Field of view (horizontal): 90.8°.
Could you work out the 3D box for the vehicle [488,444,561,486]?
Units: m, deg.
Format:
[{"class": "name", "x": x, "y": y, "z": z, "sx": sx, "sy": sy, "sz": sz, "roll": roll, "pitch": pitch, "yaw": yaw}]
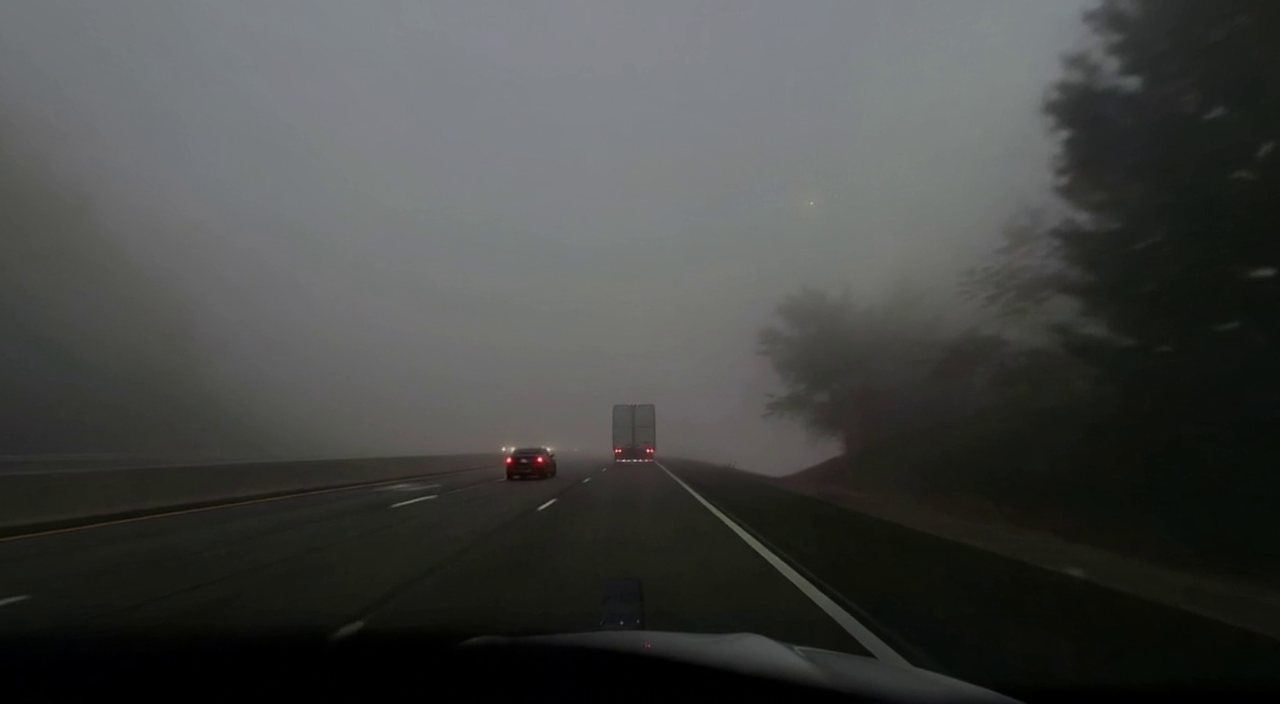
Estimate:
[{"class": "vehicle", "x": -4.423, "y": 4.389, "z": 24.922, "sx": 1.892, "sy": 1.471, "sz": 5.047, "roll": 0, "pitch": -9, "yaw": 0}]
